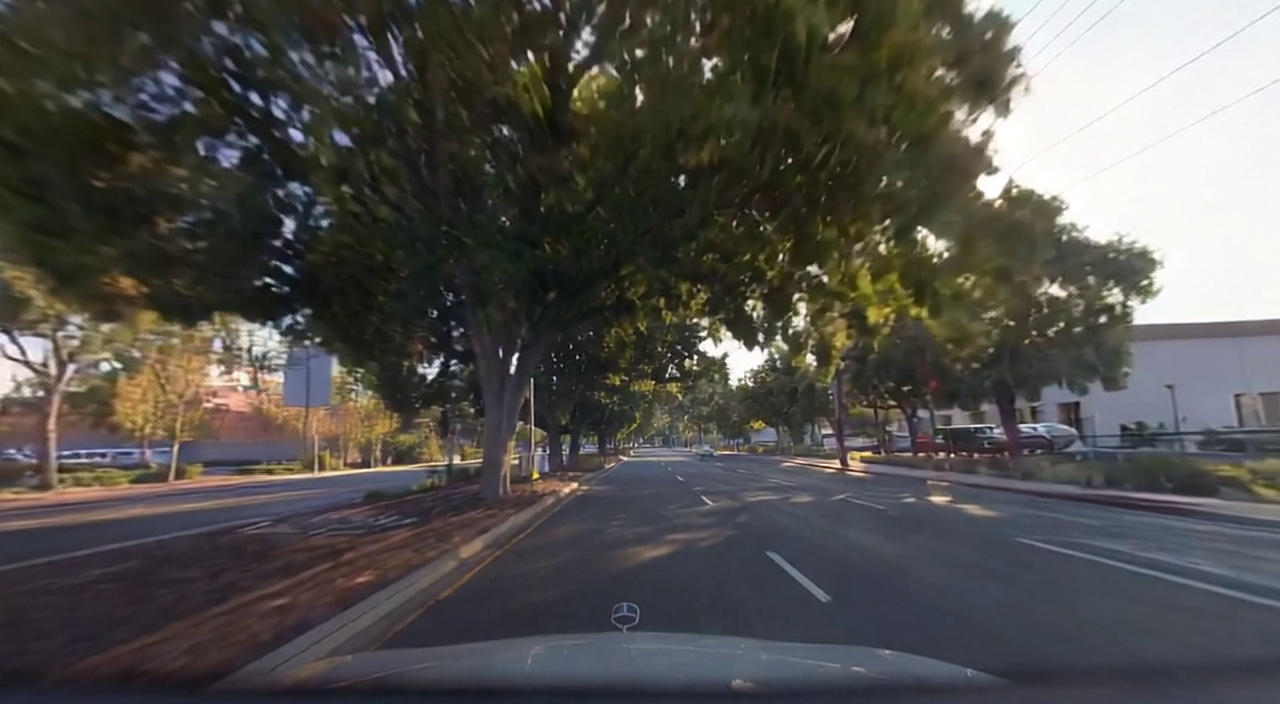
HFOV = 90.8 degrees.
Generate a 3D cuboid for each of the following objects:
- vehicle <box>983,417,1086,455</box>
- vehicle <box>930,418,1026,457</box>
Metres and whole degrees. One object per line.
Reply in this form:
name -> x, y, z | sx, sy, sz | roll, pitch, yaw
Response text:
vehicle -> 22.262, 4.795, 35.976 | 2.269, 1.949, 5.193 | -1, -8, -2
vehicle -> 18.790, 4.828, 35.509 | 2.228, 1.991, 5.447 | 0, -9, -2
